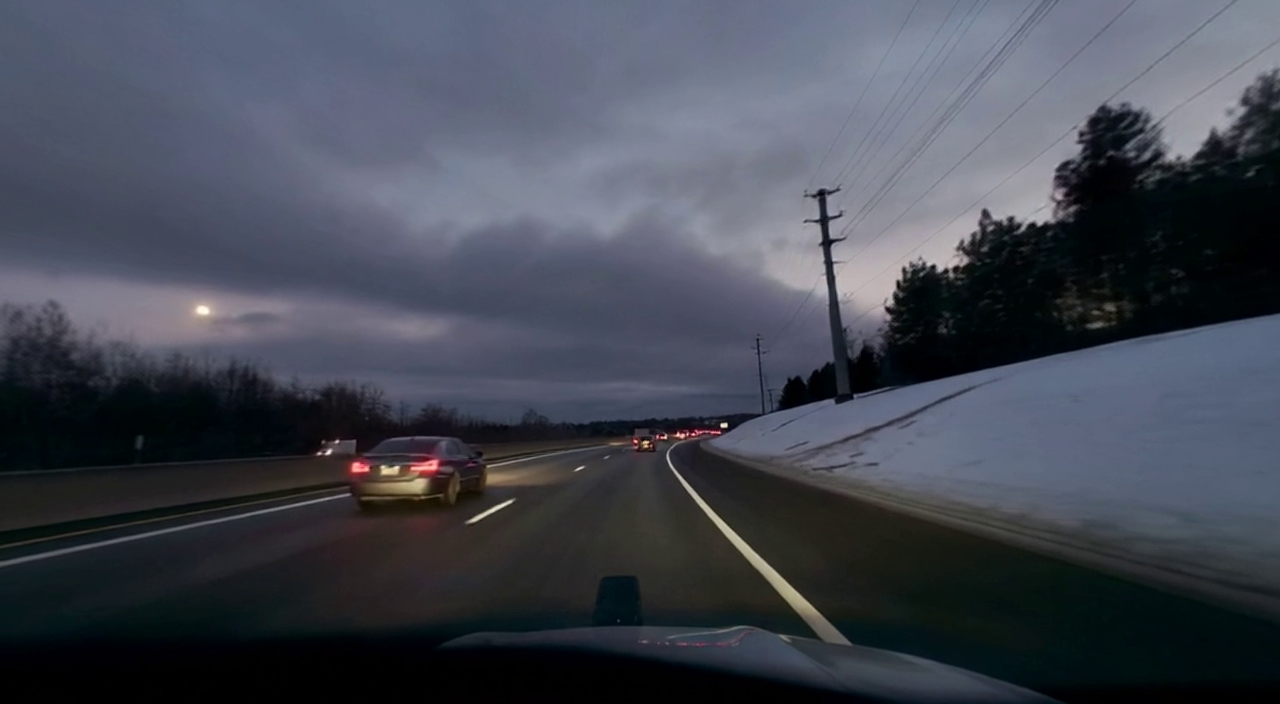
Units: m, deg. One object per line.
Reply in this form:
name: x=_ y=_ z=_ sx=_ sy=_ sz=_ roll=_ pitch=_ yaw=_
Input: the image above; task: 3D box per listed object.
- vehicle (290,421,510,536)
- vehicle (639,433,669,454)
vehicle: x=-3.663 y=1.983 z=10.610 sx=2.030 sy=1.522 sz=4.250 roll=0 pitch=-8 yaw=0
vehicle: x=1.109 y=6.897 z=47.552 sx=2.077 sy=1.523 sz=4.206 roll=0 pitch=-8 yaw=3
